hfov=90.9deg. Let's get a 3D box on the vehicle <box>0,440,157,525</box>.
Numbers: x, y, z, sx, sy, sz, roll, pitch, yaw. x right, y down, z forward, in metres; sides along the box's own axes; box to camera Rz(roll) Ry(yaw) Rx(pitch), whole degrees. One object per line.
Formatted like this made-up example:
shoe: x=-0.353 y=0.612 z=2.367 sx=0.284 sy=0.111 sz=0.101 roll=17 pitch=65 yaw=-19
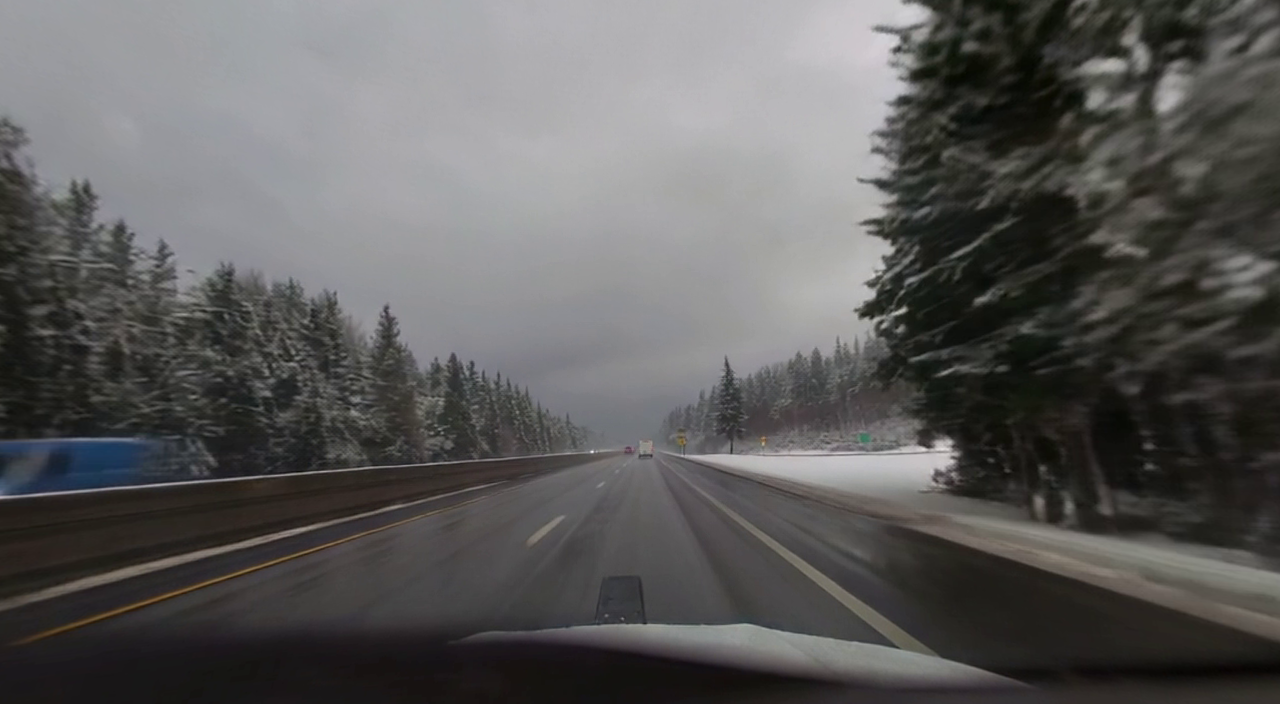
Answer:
vehicle: x=-15.514 y=3.268 z=16.257 sx=2.140 sy=1.899 sz=4.803 roll=0 pitch=-9 yaw=2
